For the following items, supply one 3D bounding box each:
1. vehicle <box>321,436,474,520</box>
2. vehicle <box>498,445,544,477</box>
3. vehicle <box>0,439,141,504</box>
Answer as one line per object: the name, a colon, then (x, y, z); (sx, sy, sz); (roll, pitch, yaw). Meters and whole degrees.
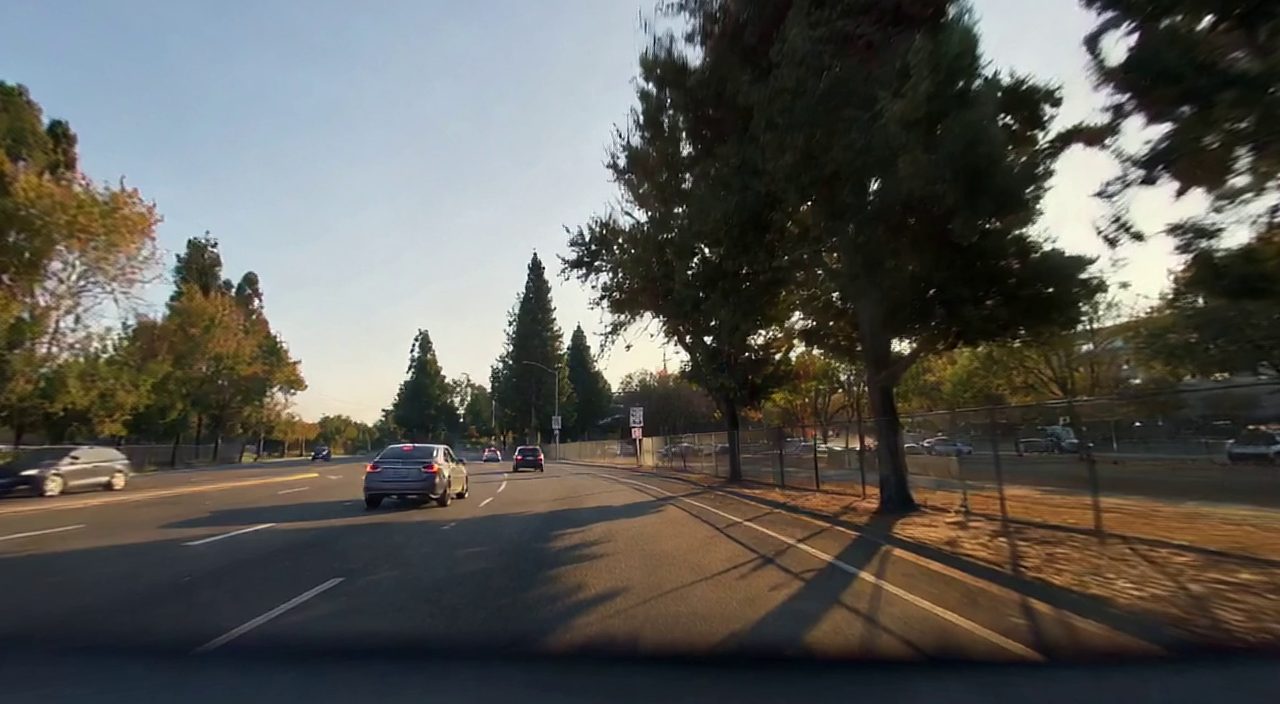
vehicle: (-5.491, 2.877, 15.059); (2.105, 1.676, 4.541); (0, -8, -4)
vehicle: (-6.075, 5.558, 32.542); (2.147, 1.474, 4.083); (1, -9, -9)
vehicle: (-18.457, 3.605, 19.619); (2.211, 1.742, 5.282); (1, -9, -9)
